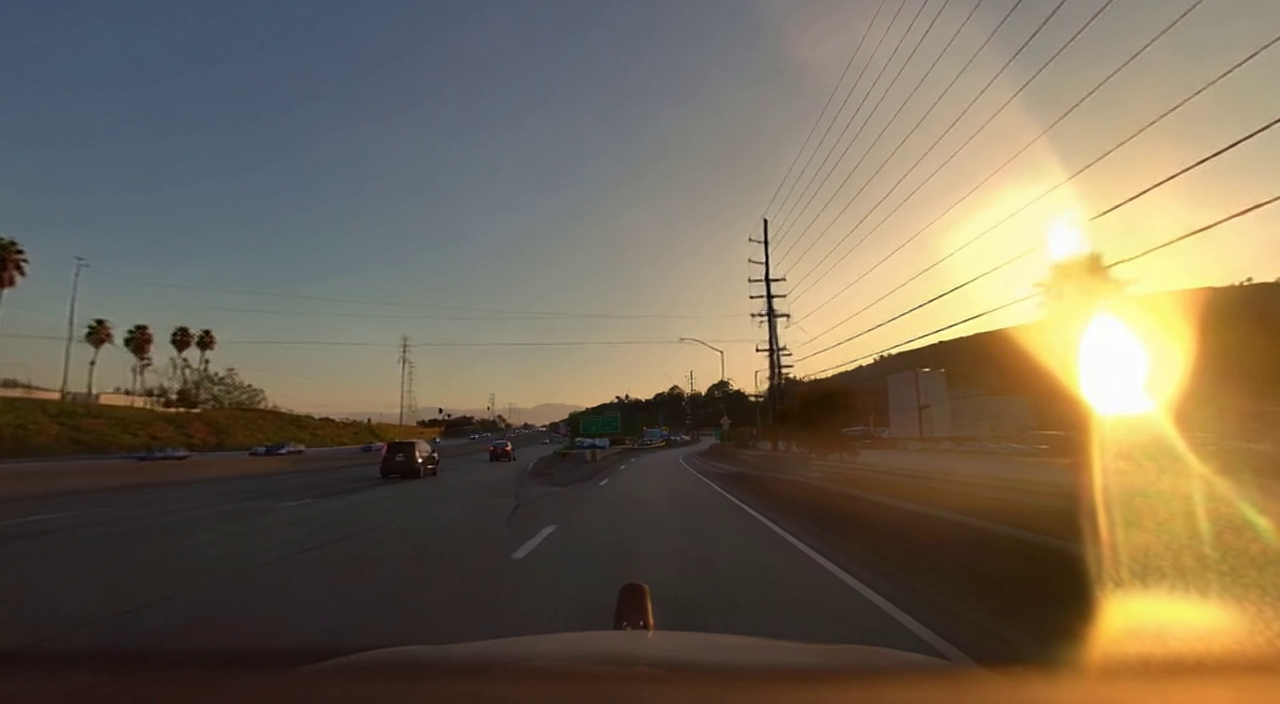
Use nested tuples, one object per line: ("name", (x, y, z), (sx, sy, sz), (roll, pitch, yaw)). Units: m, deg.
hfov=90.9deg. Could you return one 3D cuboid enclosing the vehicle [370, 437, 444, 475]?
("vehicle", (-10.544, 4.726, 28.853), (2.029, 1.609, 3.935), (0, -8, -4))
